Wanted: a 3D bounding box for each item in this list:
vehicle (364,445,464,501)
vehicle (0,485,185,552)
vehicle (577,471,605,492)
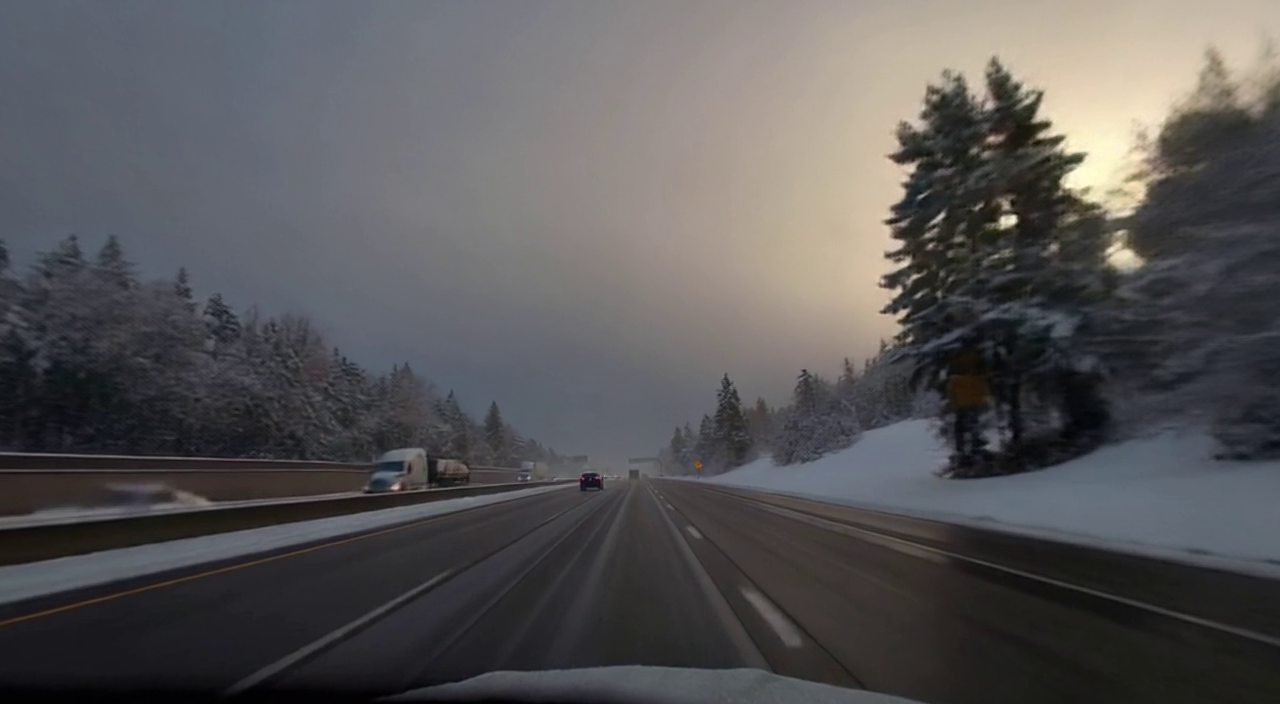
[{"bbox_3d":[-17.143,9.416,49.177,3.031,3.715,12.365,1,-11,0],"label":"vehicle"},{"bbox_3d":[-15.372,4.493,17.491,2.025,1.444,4.483,1,-11,1],"label":"vehicle"},{"bbox_3d":[-3.701,9.793,47.768,1.863,1.486,3.852,1,-11,-1],"label":"vehicle"}]
